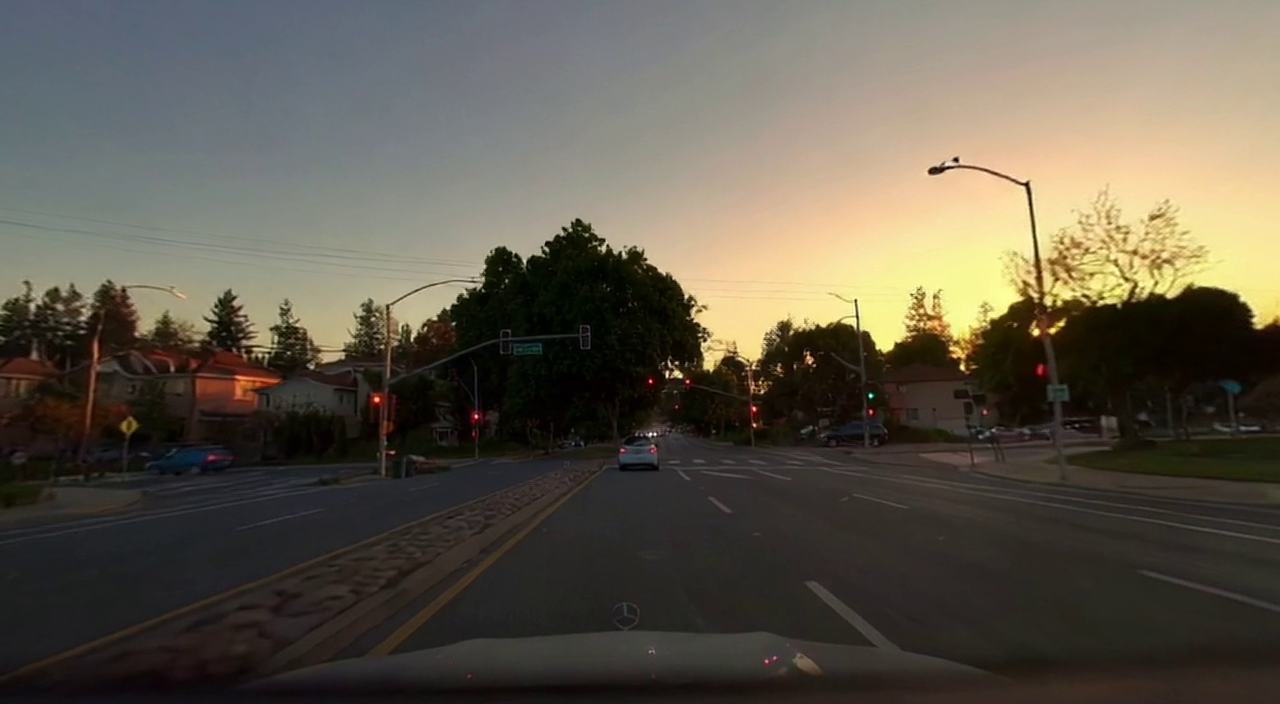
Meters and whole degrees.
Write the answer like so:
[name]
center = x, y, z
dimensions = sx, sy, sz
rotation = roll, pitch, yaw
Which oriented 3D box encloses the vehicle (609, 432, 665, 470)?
[vehicle]
center = -0.050, 4.477, 28.780
dimensions = 2.074, 1.570, 3.647
rotation = 0, -8, 7
